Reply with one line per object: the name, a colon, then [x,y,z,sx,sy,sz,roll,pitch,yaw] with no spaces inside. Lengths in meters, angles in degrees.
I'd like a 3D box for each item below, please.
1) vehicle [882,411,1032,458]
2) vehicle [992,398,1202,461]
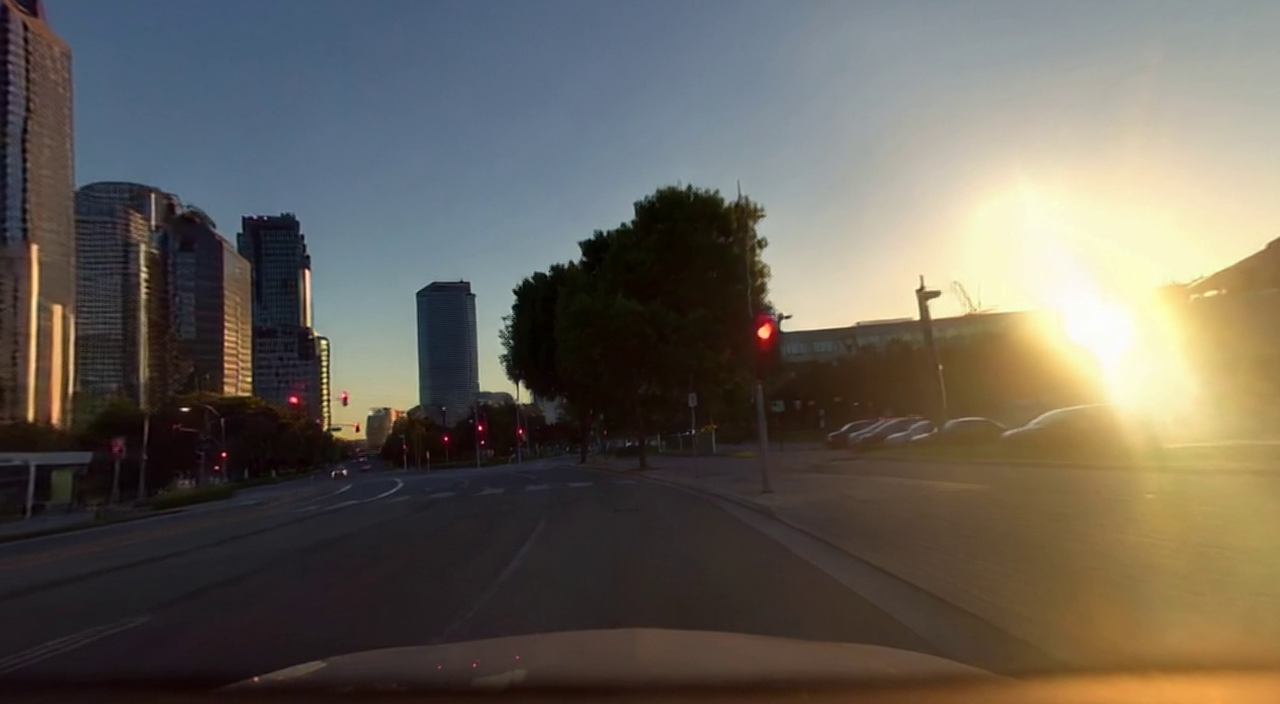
vehicle: [11.269,2.966,22.573,4.400,1.584,1.964,1,-9,-11]
vehicle: [12.341,2.145,17.239,4.332,1.581,2.028,1,-9,-9]
